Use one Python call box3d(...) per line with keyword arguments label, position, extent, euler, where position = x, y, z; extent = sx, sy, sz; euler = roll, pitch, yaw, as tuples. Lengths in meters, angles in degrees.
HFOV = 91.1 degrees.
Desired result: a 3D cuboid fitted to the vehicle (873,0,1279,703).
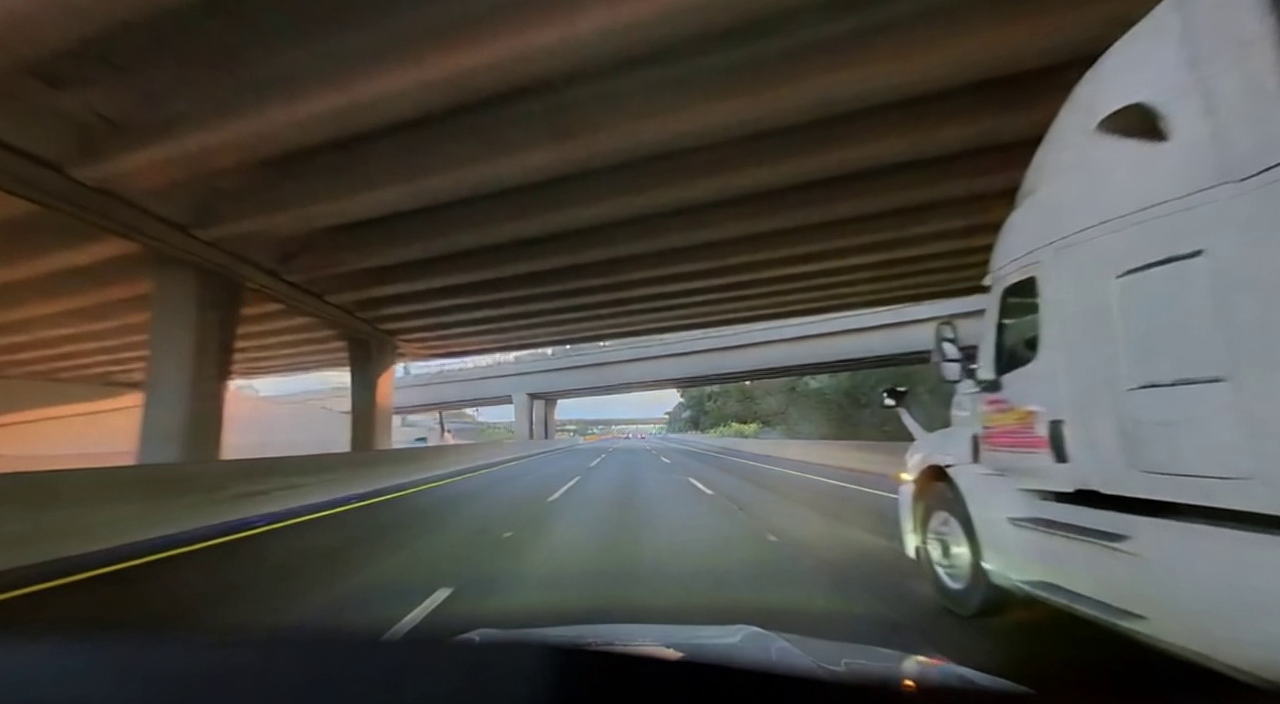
box3d(label="vehicle", position=(3.830, -0.083, 2.872), extent=(2.966, 3.986, 6.223), euler=(0, -8, -1))
